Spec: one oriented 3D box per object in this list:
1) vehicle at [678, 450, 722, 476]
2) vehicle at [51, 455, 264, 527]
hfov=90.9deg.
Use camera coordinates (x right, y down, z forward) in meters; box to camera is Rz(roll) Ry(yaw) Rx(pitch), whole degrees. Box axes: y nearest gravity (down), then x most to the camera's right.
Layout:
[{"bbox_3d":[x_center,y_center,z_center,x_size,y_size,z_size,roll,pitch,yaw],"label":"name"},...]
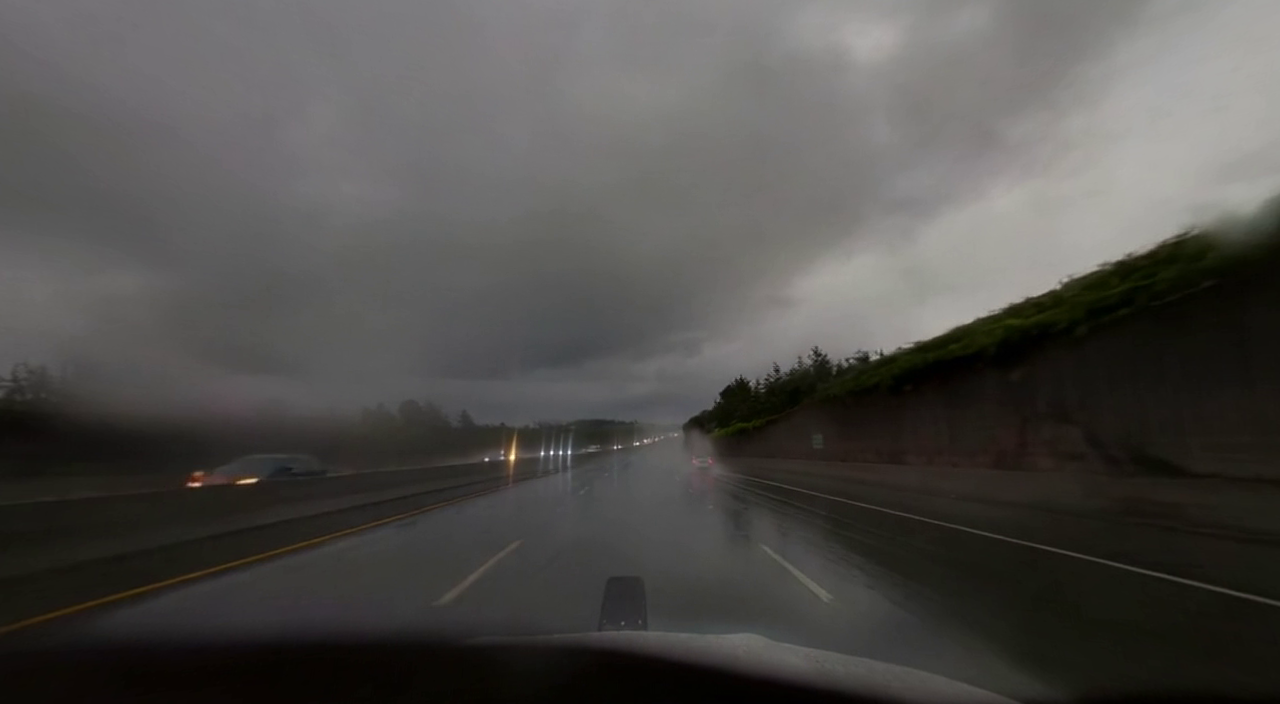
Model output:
[{"bbox_3d":[3.437,6.463,36.867,2.065,1.400,4.028,0,-9,-2],"label":"vehicle"},{"bbox_3d":[-11.401,3.263,15.361,1.851,1.448,4.205,0,-9,0],"label":"vehicle"}]
